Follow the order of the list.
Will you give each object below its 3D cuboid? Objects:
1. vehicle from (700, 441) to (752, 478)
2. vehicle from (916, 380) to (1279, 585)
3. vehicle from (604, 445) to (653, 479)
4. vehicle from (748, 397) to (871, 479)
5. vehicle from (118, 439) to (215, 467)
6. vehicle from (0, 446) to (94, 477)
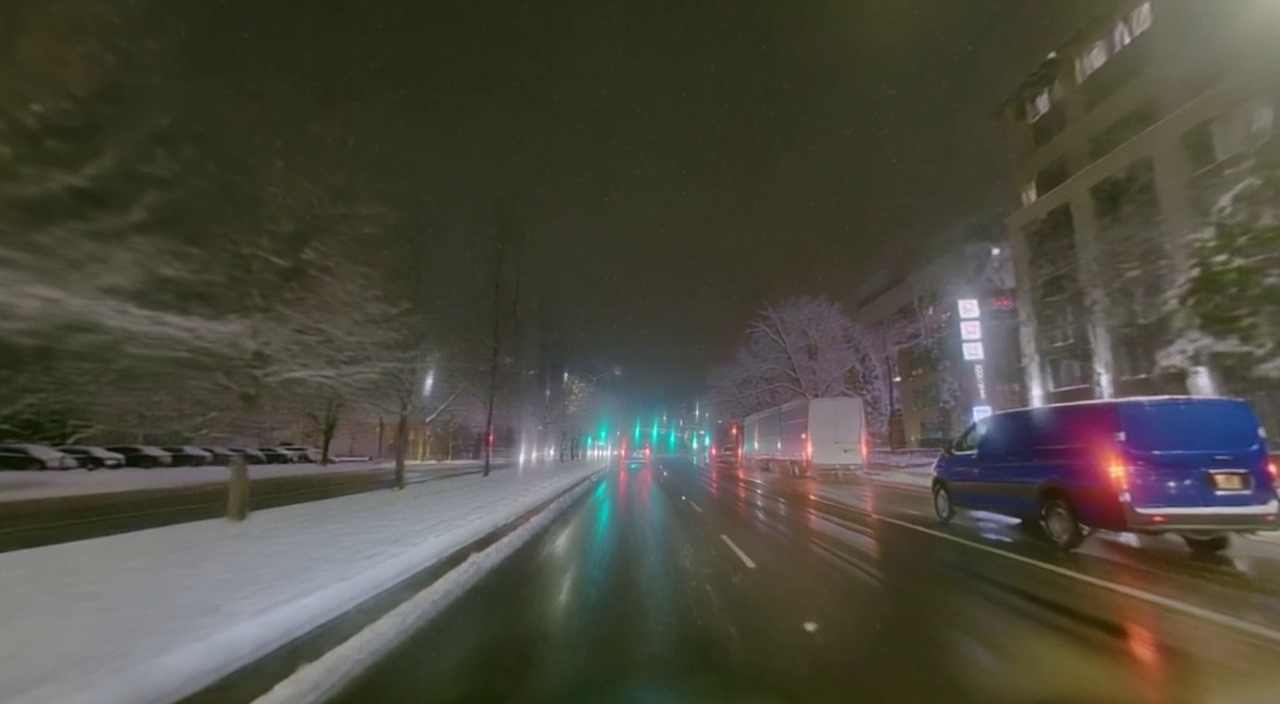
[{"bbox_3d":[4.193,5.300,31.456,2.047,1.711,4.265,0,-9,1],"label":"vehicle"},{"bbox_3d":[6.727,1.772,9.439,2.573,2.127,5.568,0,-9,-1],"label":"vehicle"},{"bbox_3d":[-0.516,5.078,29.353,2.095,1.456,3.873,0,-9,-1],"label":"vehicle"},{"bbox_3d":[9.988,5.600,40.353,2.960,4.109,16.764,0,-9,-1],"label":"vehicle"},{"bbox_3d":[-29.499,6.315,39.447,4.377,1.665,2.129,0,-8,3],"label":"vehicle"},{"bbox_3d":[-30.037,5.362,31.100,4.345,1.452,2.087,0,-9,-1],"label":"vehicle"}]
